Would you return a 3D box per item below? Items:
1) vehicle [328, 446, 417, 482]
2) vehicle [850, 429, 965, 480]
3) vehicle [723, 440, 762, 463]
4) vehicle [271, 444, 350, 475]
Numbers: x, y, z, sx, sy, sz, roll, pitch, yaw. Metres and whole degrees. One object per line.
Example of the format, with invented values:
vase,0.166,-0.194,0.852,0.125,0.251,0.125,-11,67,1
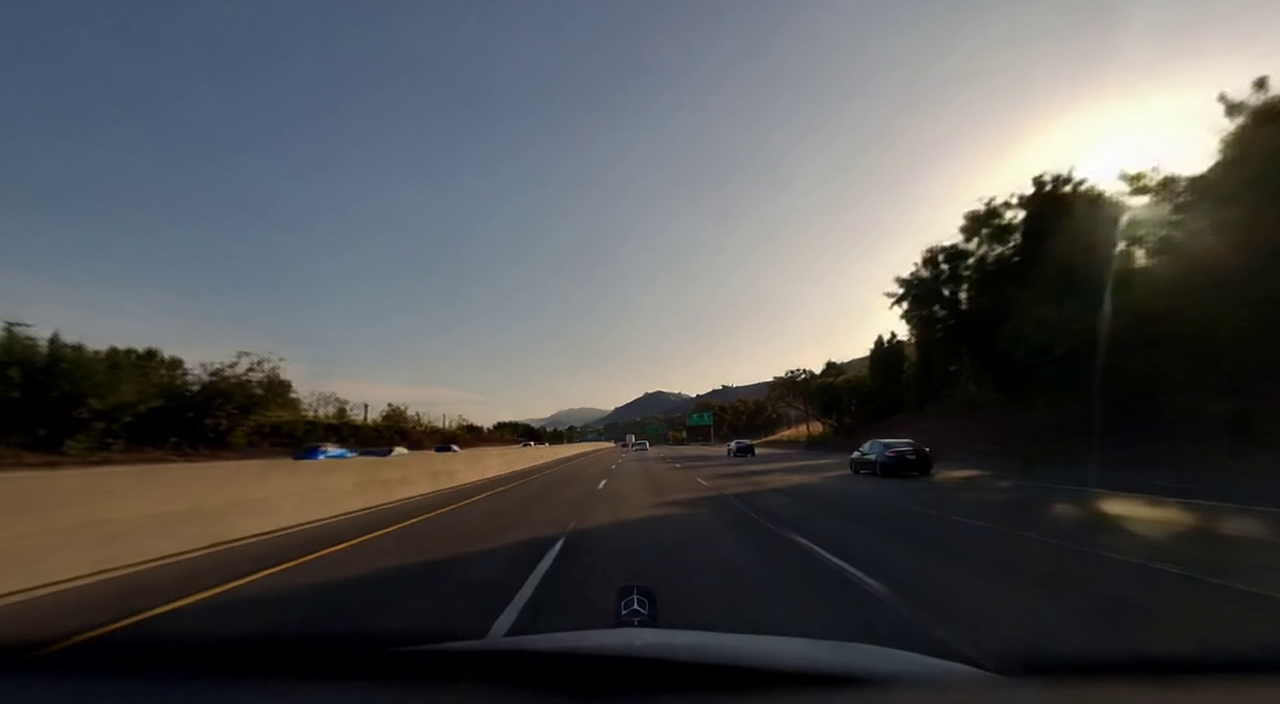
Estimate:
vehicle,-12.824,5.403,30.638,2.184,1.581,4.768,0,-9,1
vehicle,11.127,4.321,26.782,2.387,1.936,5.646,0,-9,0
vehicle,7.540,7.358,46.683,2.053,1.553,4.463,0,-9,-1
vehicle,-20.706,6.761,39.852,2.032,1.777,5.300,0,-9,1
